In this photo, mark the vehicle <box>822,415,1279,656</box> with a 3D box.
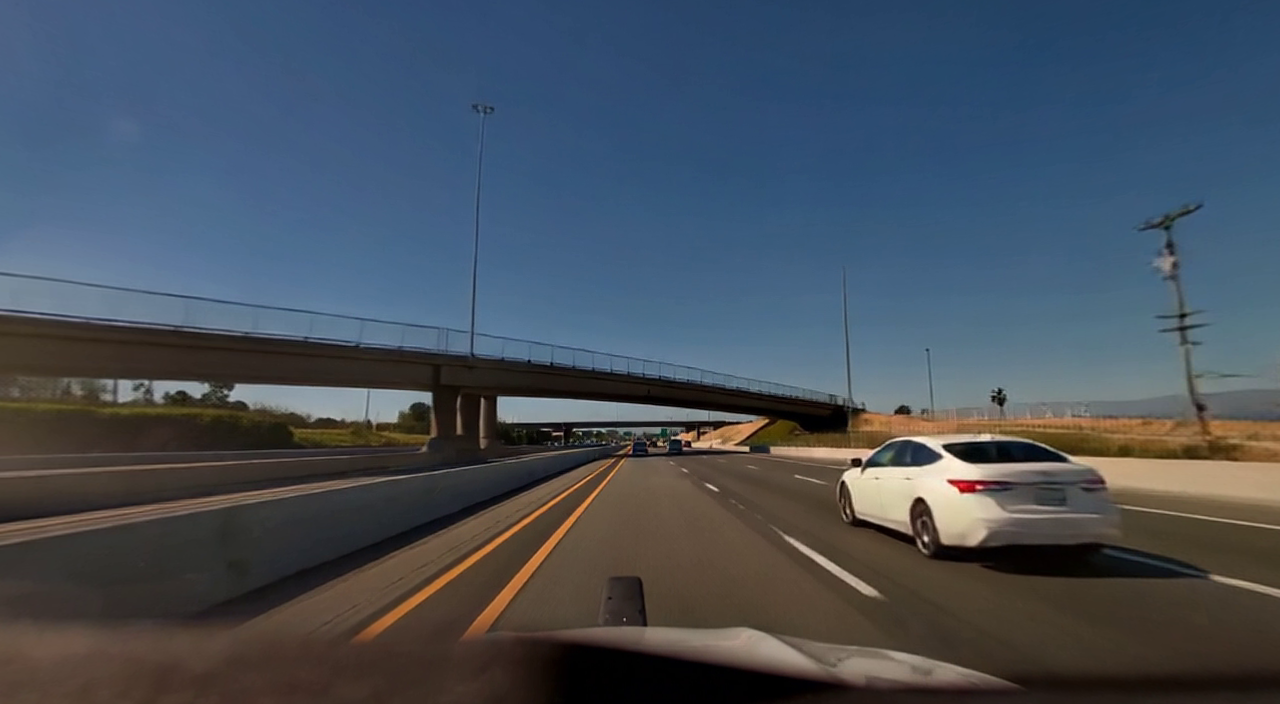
[{"bbox_3d":[3.510,1.466,6.224,2.091,1.482,4.522,0,-8,0],"label":"vehicle"}]
